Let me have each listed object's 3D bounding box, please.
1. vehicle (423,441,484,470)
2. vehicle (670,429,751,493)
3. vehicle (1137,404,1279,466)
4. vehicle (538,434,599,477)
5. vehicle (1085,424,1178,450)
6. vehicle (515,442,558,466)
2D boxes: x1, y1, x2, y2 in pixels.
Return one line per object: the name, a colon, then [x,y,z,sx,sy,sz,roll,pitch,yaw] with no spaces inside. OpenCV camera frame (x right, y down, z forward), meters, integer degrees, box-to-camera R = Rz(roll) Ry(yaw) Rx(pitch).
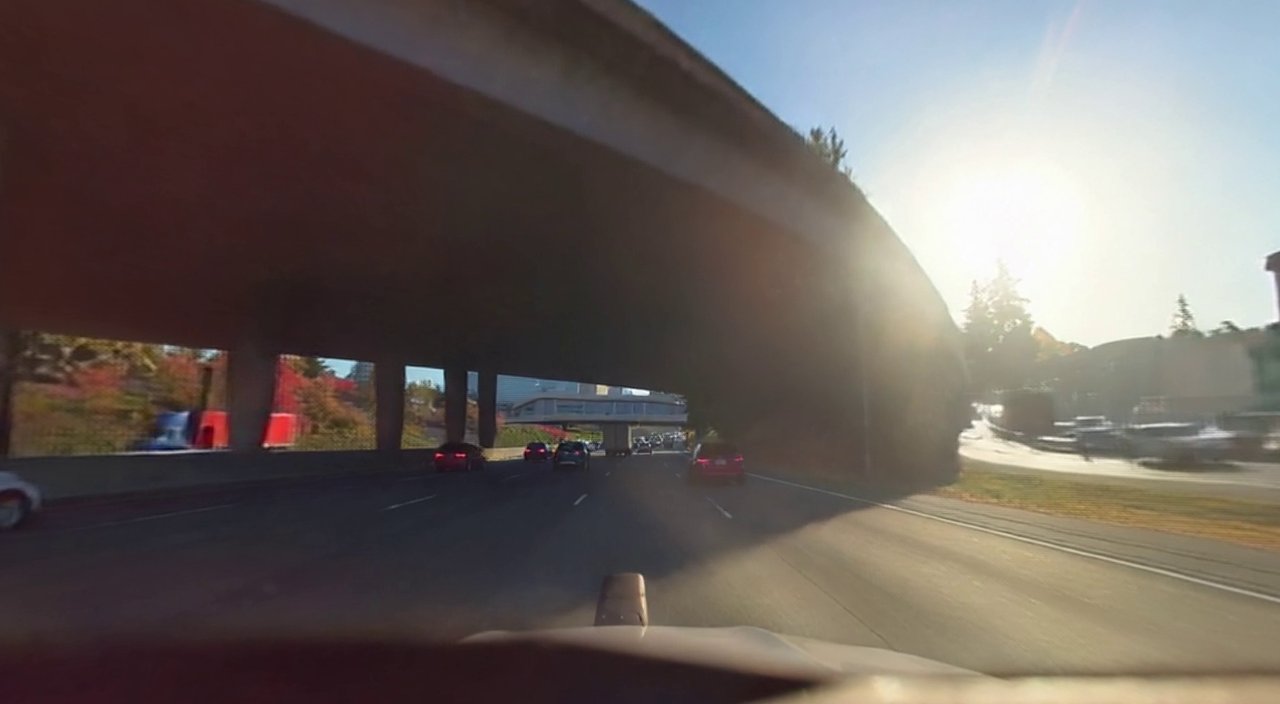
vehicle: [-10.702,5.962,36.484,2.006,1.509,4.634,0,-9,1]
vehicle: [2.052,3.345,19.661,2.101,1.742,4.495,0,-9,1]
vehicle: [19.217,2.647,20.436,4.404,1.763,1.928,-3,-7,-1]
vehicle: [-3.058,4.572,28.026,2.111,1.742,4.315,0,-9,1]
vehicle: [30.655,5.344,39.367,4.084,1.551,1.971,0,-9,0]
vehicle: [-6.986,6.954,43.098,2.057,1.496,4.661,0,-9,1]
